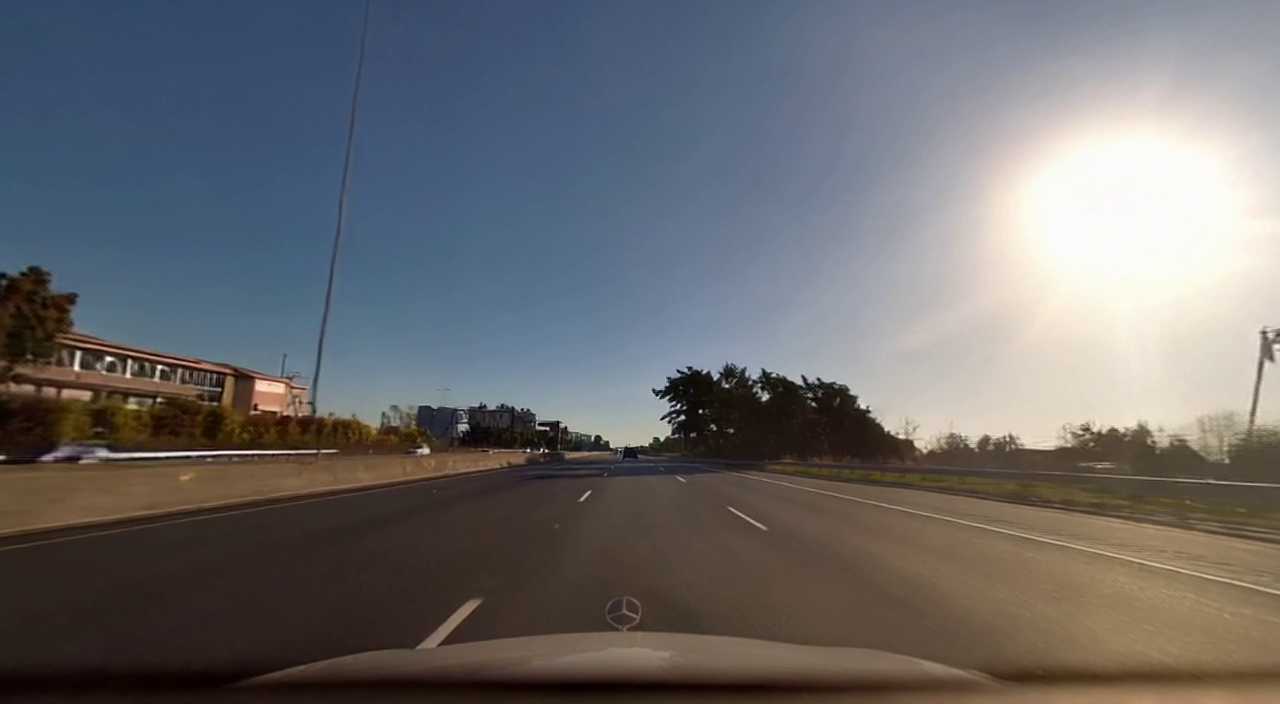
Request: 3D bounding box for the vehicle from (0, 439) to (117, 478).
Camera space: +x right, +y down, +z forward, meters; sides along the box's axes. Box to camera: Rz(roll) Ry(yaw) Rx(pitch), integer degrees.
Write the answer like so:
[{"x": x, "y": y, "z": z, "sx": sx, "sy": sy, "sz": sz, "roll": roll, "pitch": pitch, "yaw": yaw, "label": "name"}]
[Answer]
[{"x": -24.607, "y": 4.389, "z": 26.237, "sx": 1.834, "sy": 1.458, "sz": 4.546, "roll": 0, "pitch": -9, "yaw": 0, "label": "vehicle"}]
